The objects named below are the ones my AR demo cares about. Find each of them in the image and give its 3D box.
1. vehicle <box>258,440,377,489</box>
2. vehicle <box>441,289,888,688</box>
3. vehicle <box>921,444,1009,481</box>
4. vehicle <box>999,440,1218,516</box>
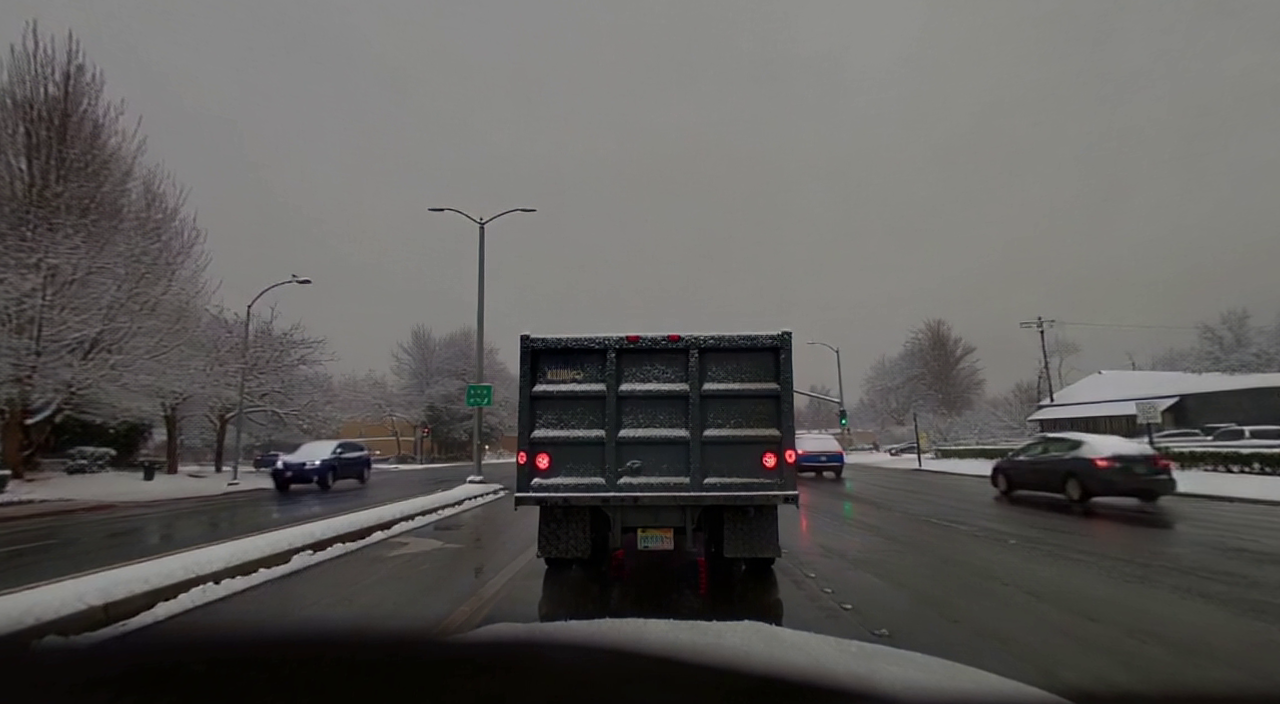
[{"bbox_3d":[-14.325,5.004,28.580,2.218,1.926,5.753,-1,-8,2],"label":"vehicle"},{"bbox_3d":[0.287,1.303,7.374,2.650,2.391,7.008,-1,-8,3],"label":"vehicle"},{"bbox_3d":[14.169,4.804,27.761,1.777,1.488,4.081,-1,-8,1],"label":"vehicle"},{"bbox_3d":[10.350,2.776,14.427,1.907,1.465,4.077,-1,-8,1],"label":"vehicle"}]
